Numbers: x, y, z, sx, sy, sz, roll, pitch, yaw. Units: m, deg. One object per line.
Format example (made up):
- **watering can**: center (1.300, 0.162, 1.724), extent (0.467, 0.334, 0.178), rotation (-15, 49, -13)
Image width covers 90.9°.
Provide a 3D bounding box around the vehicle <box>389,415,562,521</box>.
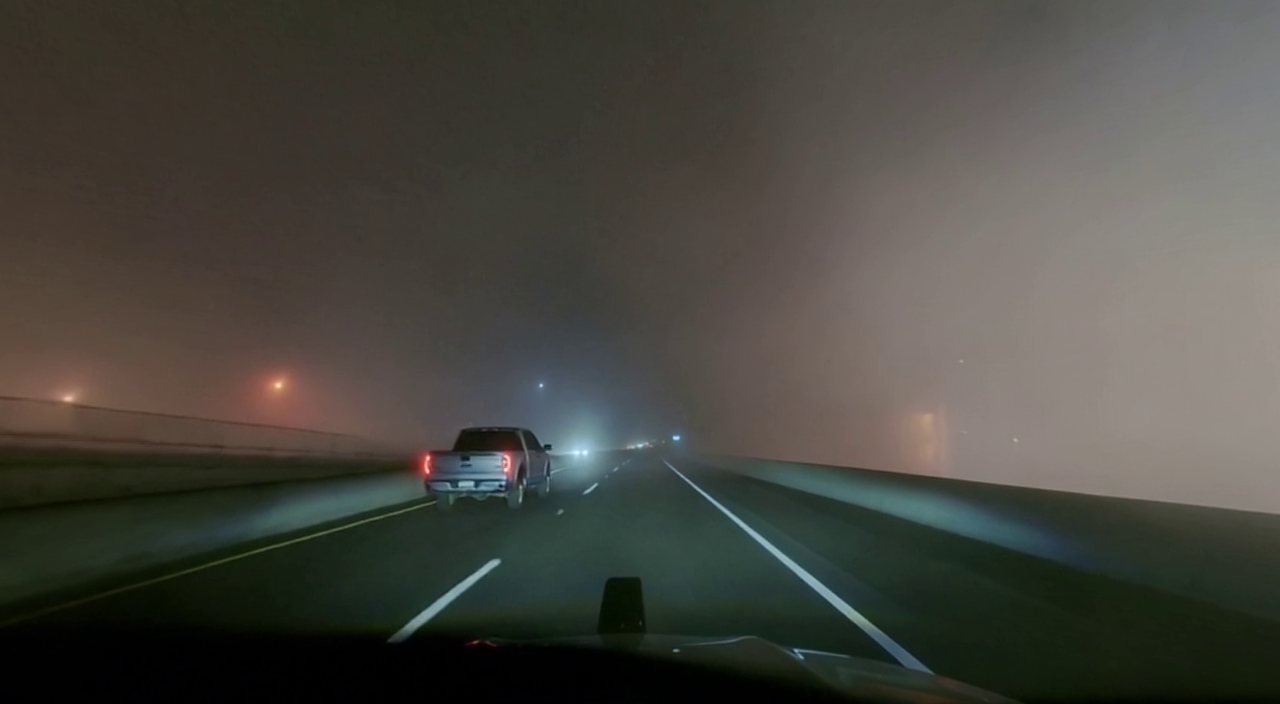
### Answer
- **vehicle**: center (-3.386, 2.554, 14.455), extent (2.350, 1.932, 5.562), rotation (-1, -9, 1)
